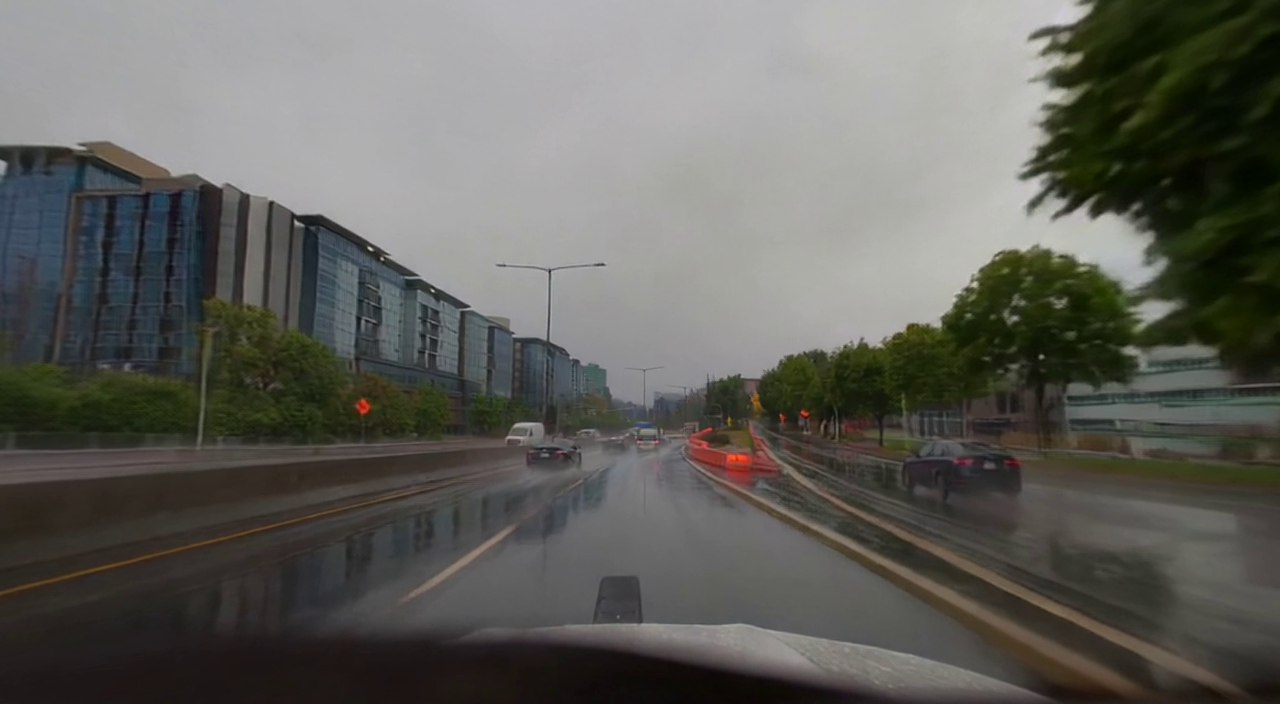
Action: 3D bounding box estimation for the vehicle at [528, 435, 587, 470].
[{"bbox_3d":[-3.453,4.263,27.054,1.848,1.406,4.013,0,-8,2],"label":"vehicle"}]

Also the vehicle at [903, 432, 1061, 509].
[{"bbox_3d":[7.608,2.615,14.474,1.913,1.499,3.581,-1,-8,6],"label":"vehicle"}]
